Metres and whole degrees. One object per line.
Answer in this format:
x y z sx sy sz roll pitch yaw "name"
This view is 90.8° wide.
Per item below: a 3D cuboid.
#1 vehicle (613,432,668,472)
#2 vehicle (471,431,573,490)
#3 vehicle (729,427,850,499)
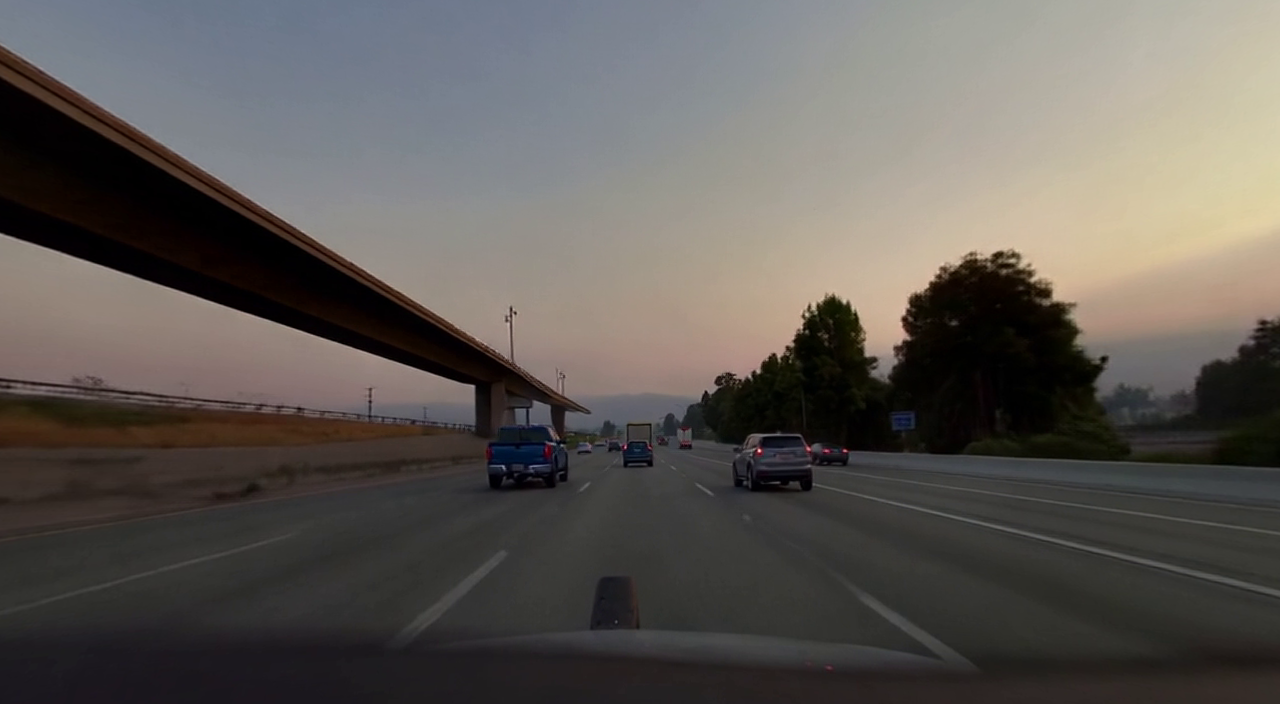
0.019 5.198 32.943 2.572 1.837 5.693 0 -9 0 "vehicle"
-3.756 3.594 21.245 2.535 1.715 5.030 0 -9 -1 "vehicle"
3.776 2.893 16.749 2.119 1.653 4.000 0 -9 -1 "vehicle"
